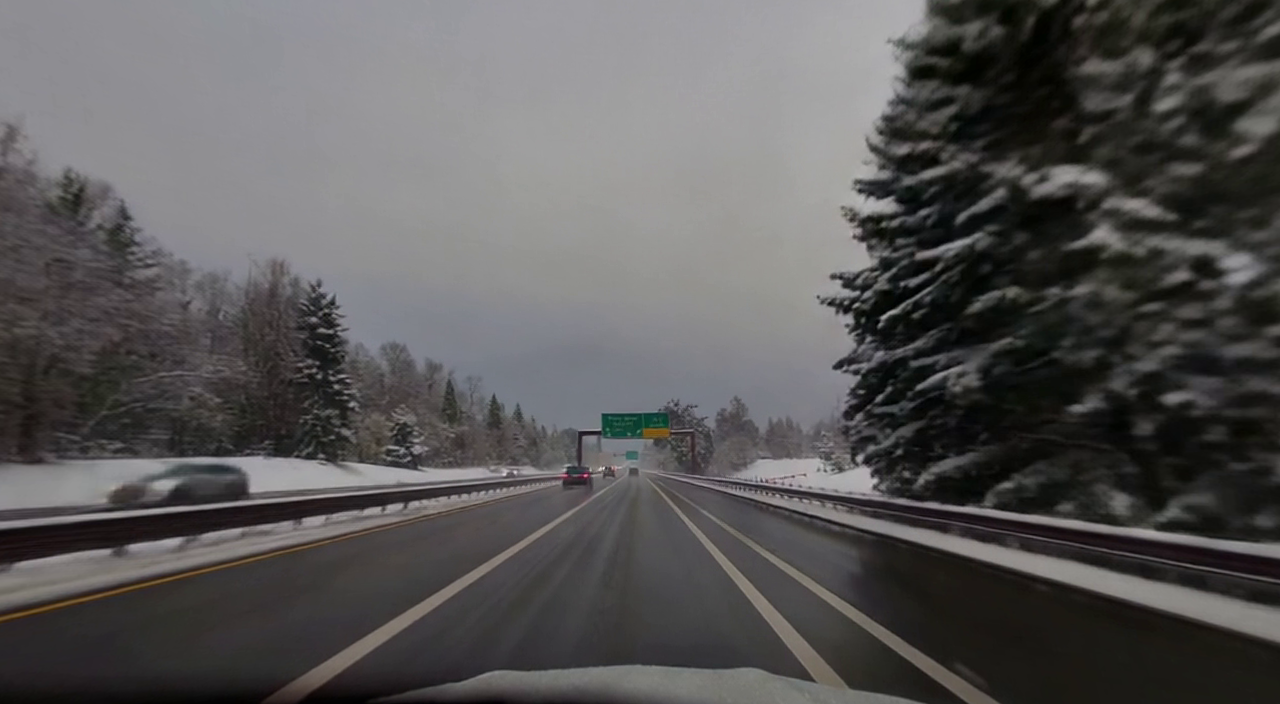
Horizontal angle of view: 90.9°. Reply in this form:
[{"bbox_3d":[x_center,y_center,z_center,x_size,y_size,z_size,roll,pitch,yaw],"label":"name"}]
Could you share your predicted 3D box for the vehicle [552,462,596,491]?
[{"bbox_3d":[-4.104,7.871,39.921,2.239,1.687,4.598,1,-11,1],"label":"vehicle"}]
